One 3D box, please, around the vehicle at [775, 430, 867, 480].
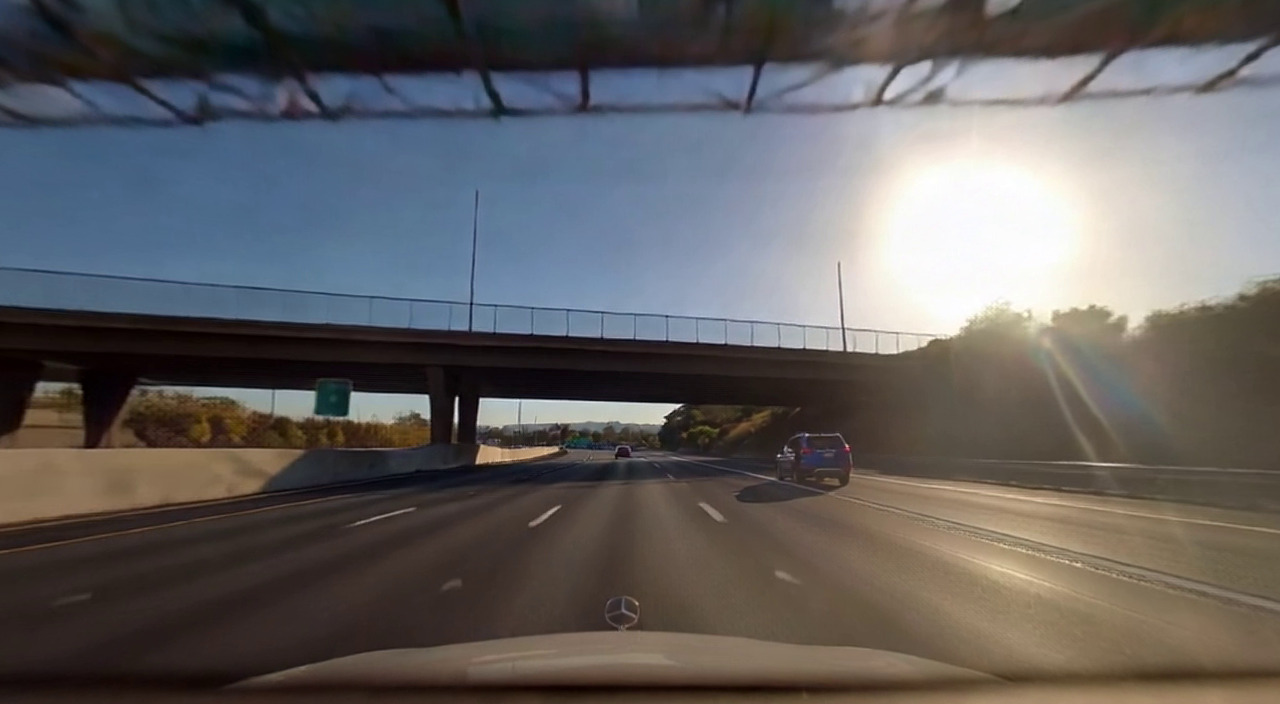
[{"bbox_3d":[6.808,3.940,24.236,2.091,1.711,4.383,0,-9,-2],"label":"vehicle"}]
